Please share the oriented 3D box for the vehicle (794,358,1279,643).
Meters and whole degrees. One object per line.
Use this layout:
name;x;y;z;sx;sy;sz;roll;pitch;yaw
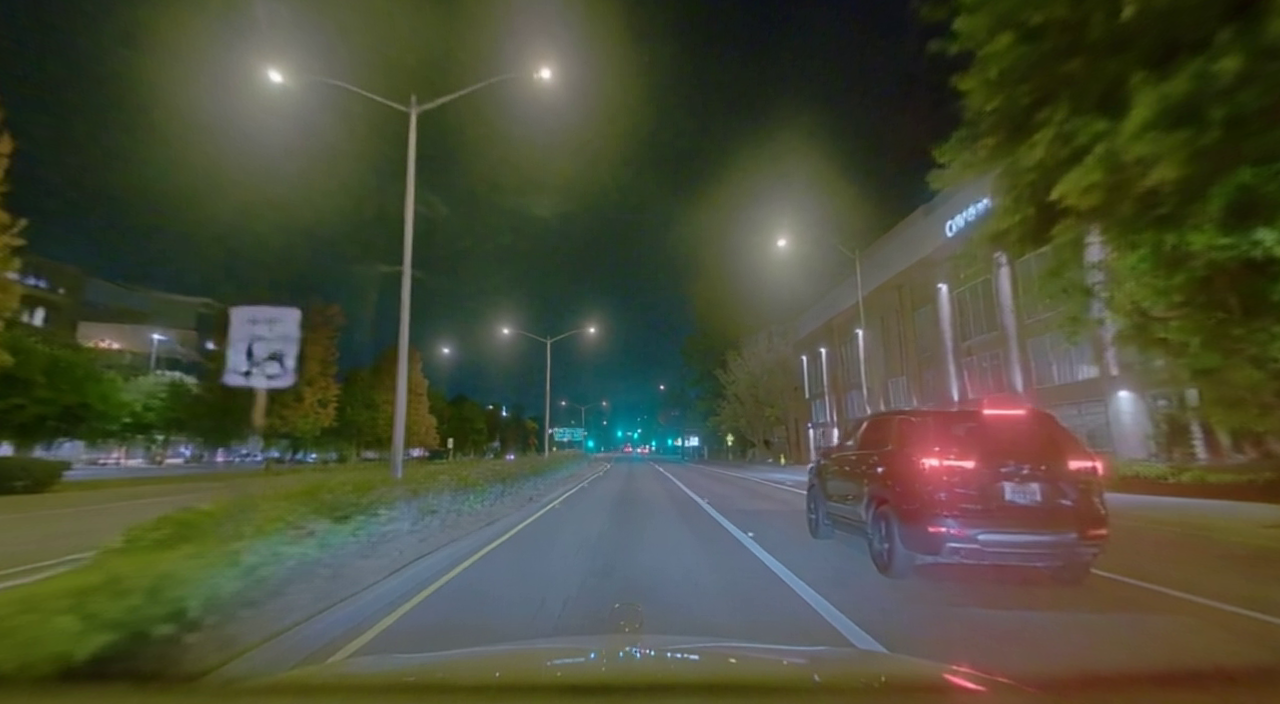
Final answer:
vehicle;3.686;1.407;7.053;2.505;1.971;5.162;0;-9;-1
